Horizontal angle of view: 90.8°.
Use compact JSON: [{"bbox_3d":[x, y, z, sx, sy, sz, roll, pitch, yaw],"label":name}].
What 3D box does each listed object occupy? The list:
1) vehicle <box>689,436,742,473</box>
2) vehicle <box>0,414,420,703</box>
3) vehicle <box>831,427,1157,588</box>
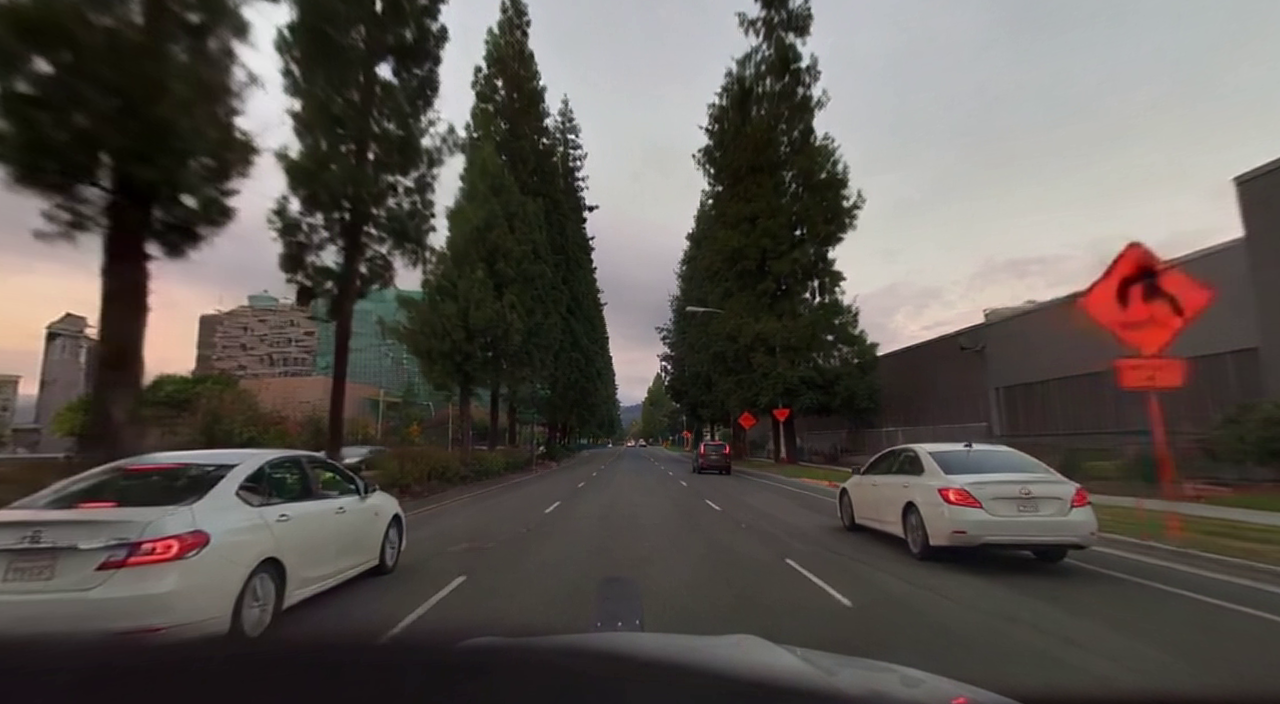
[{"bbox_3d":[3.974,5.519,34.141,2.159,1.793,4.735,0,-9,-1],"label":"vehicle"},{"bbox_3d":[-3.464,1.345,5.004,2.020,1.474,4.098,0,-9,-1],"label":"vehicle"},{"bbox_3d":[3.924,1.755,7.897,1.827,1.491,3.743,0,-9,-1],"label":"vehicle"}]
